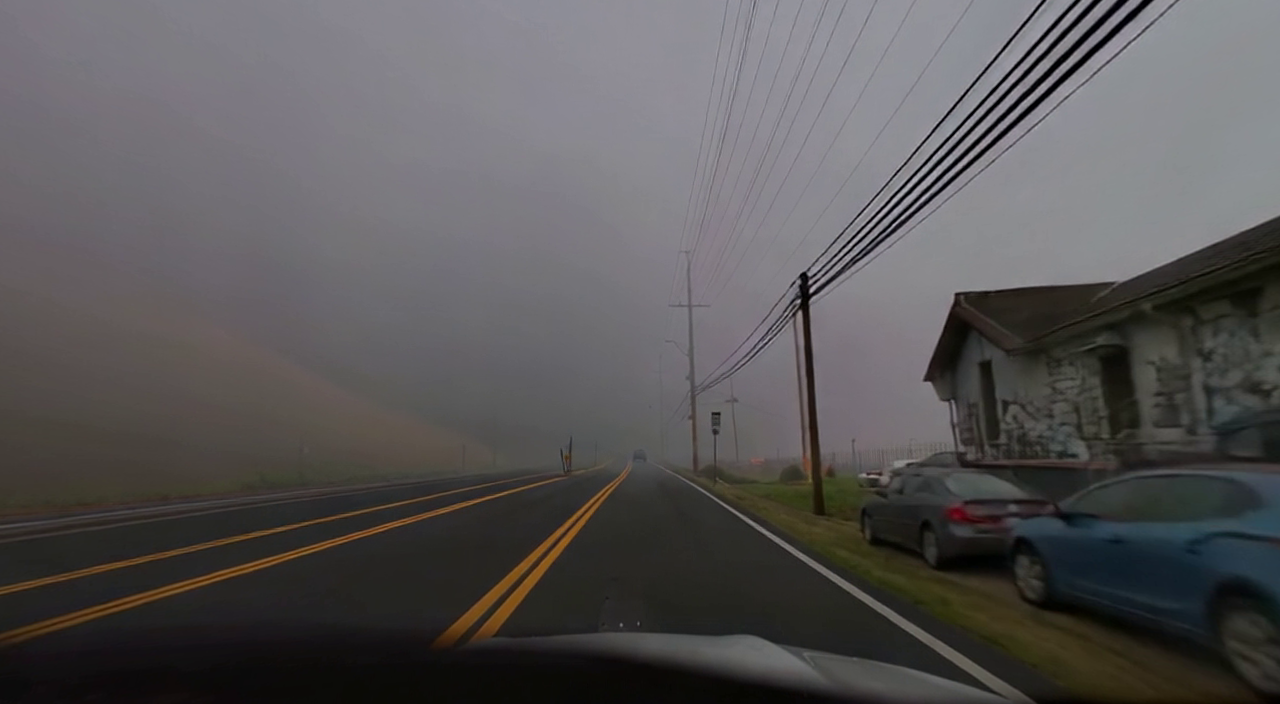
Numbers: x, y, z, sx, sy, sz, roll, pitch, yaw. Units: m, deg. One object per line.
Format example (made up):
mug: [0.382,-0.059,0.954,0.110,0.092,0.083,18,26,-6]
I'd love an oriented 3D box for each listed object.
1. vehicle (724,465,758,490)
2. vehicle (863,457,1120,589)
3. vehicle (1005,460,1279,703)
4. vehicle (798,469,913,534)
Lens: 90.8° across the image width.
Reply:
vehicle: [6.783,8.436,42.605,1.781,1.432,4.169,0,-9,3]
vehicle: [5.999,3.021,11.714,1.966,1.829,4.812,-2,-12,1]
vehicle: [5.630,1.855,5.525,2.056,1.693,4.803,0,-9,1]
vehicle: [5.990,4.181,18.130,1.926,1.497,3.988,0,-9,1]
